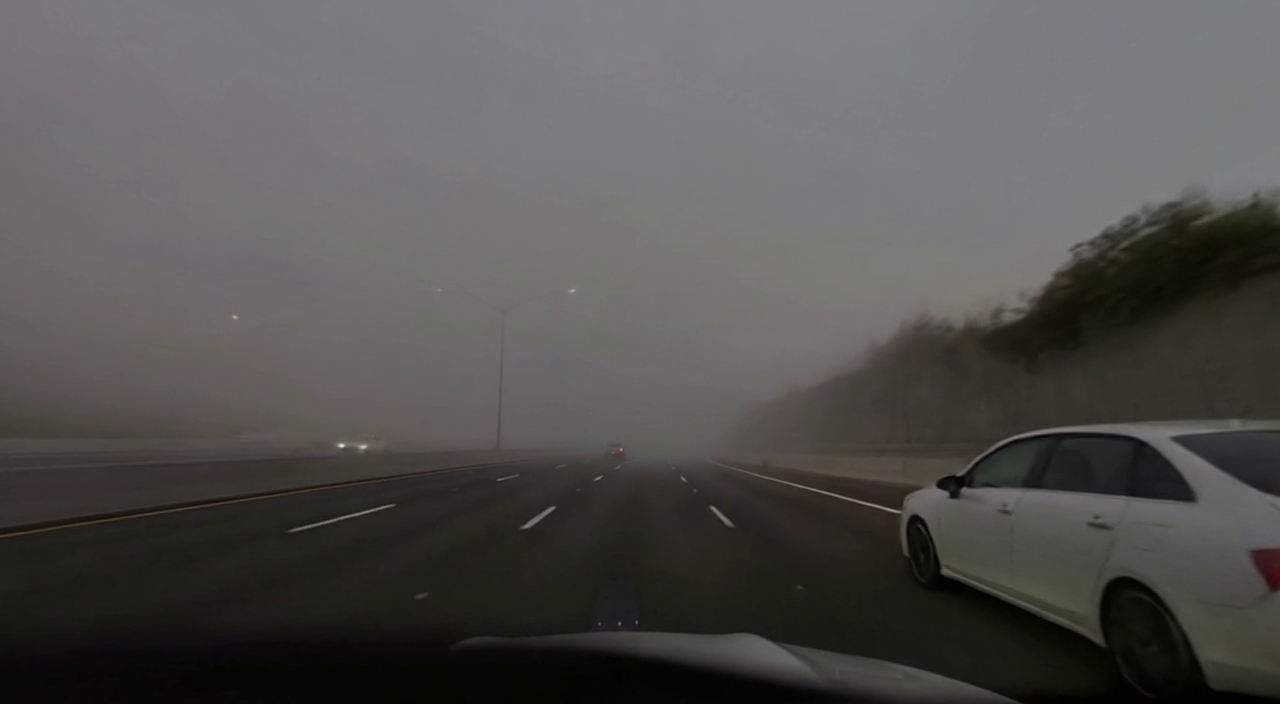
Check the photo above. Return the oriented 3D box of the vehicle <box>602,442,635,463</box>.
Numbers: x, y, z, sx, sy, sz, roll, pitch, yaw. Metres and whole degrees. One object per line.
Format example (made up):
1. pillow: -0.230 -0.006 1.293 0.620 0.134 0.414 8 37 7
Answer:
1. vehicle: -1.603 7.714 48.539 2.088 1.565 4.410 -1 -8 4

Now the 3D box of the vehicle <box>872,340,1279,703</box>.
1. vehicle: 3.487 1.099 4.327 2.090 1.715 4.228 0 -8 -1
